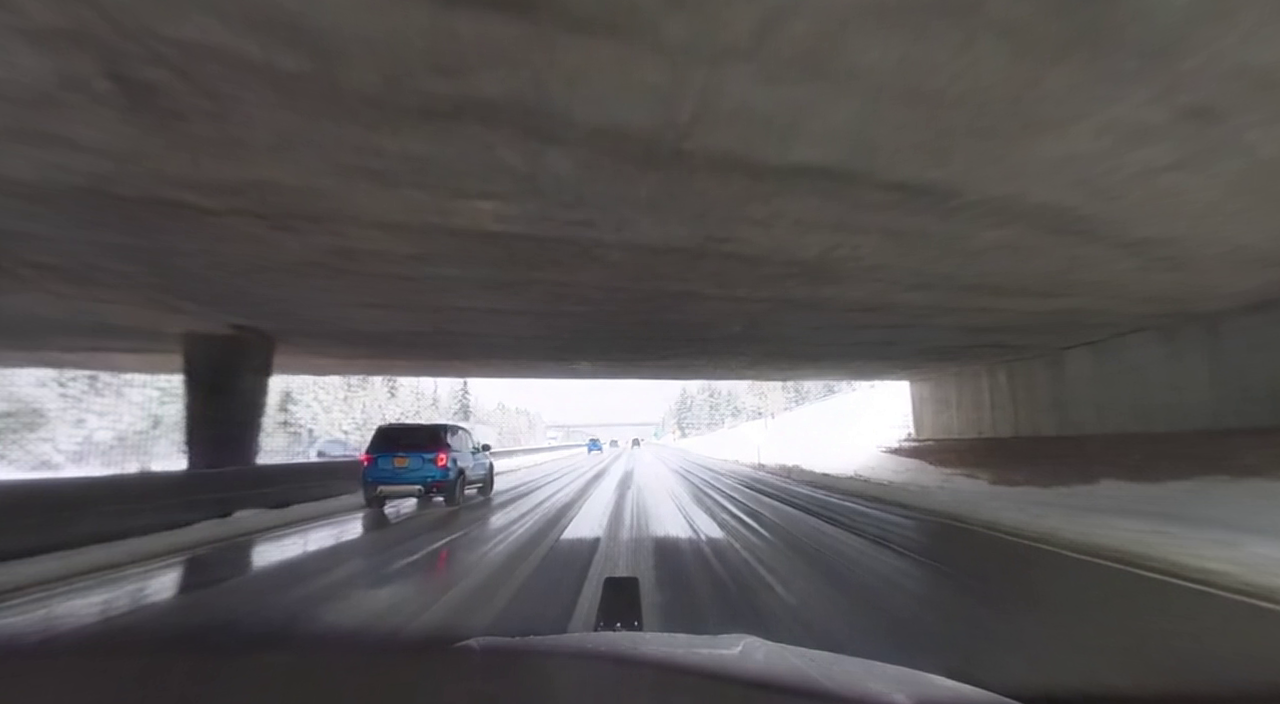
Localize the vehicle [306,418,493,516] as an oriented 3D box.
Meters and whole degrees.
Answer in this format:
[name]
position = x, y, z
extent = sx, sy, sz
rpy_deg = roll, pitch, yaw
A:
[vehicle]
position = -4.672, 2.292, 13.063
extent = 2.125, 1.662, 4.336
rpy_deg = 0, -8, 0
